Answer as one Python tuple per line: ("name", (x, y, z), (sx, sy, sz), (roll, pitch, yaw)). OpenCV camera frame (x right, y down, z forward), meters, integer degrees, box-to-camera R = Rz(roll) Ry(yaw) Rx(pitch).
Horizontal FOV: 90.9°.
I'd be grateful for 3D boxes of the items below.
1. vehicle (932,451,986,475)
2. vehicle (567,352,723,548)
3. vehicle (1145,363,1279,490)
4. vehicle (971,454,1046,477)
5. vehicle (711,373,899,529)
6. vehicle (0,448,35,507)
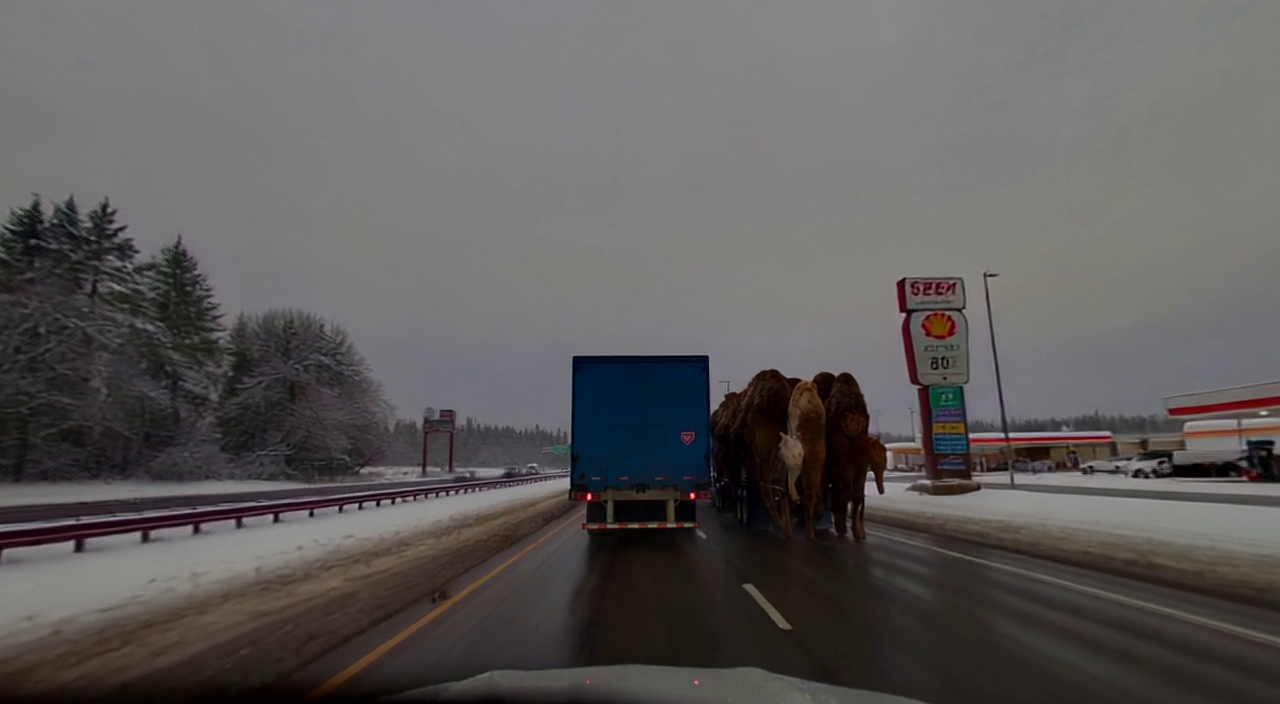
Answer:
("vehicle", (24.659, 8.638, 48.843), (1.919, 1.722, 4.024), (1, -10, -3))
("vehicle", (0.043, 2.429, 15.111), (2.618, 3.306, 8.676), (1, -10, -1))
("vehicle", (20.915, 2.603, 20.863), (3.045, 3.794, 6.110), (1, -11, 0))
("vehicle", (24.554, 7.608, 42.207), (1.762, 1.470, 4.485), (3, -11, -10))
("vehicle", (4.426, 3.182, 19.676), (2.936, 3.640, 9.443), (1, -10, -2))
("vehicle", (-49.547, 9.579, 48.927), (2.845, 4.081, 14.460), (11, -14, -44))
